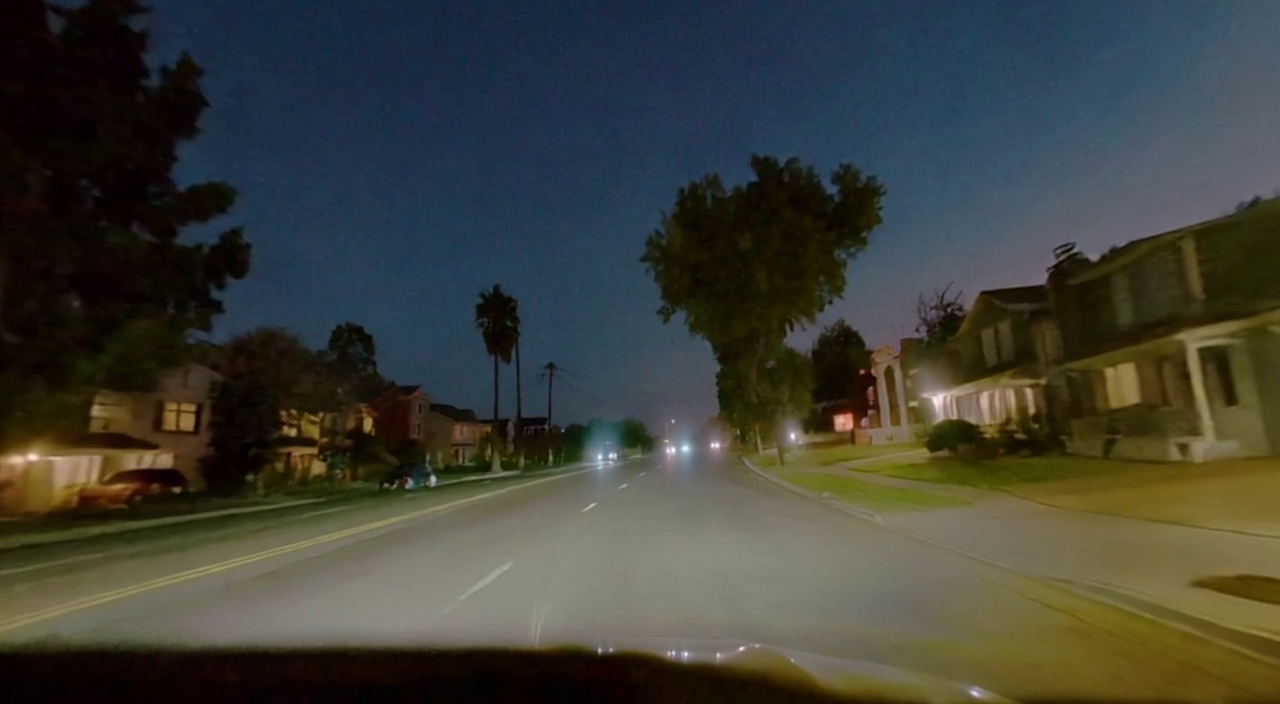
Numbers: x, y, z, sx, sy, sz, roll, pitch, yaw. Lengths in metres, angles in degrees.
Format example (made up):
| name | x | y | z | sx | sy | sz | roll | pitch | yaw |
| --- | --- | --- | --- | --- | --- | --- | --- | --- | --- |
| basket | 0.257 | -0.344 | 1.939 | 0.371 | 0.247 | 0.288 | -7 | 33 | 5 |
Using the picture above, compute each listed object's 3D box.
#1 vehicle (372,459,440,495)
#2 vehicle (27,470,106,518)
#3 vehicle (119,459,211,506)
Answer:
| name | x | y | z | sx | sy | sz | roll | pitch | yaw |
| --- | --- | --- | --- | --- | --- | --- | --- | --- | --- |
| vehicle | -12.280 | 6.549 | 33.404 | 1.804 | 1.498 | 4.136 | -5 | -8 | 4 |
| vehicle | -22.490 | 5.457 | 24.703 | 4.461 | 1.477 | 1.862 | -8 | -11 | 43 |
| vehicle | -22.187 | 6.054 | 29.768 | 2.075 | 1.846 | 4.684 | 2 | -8 | -20 |
